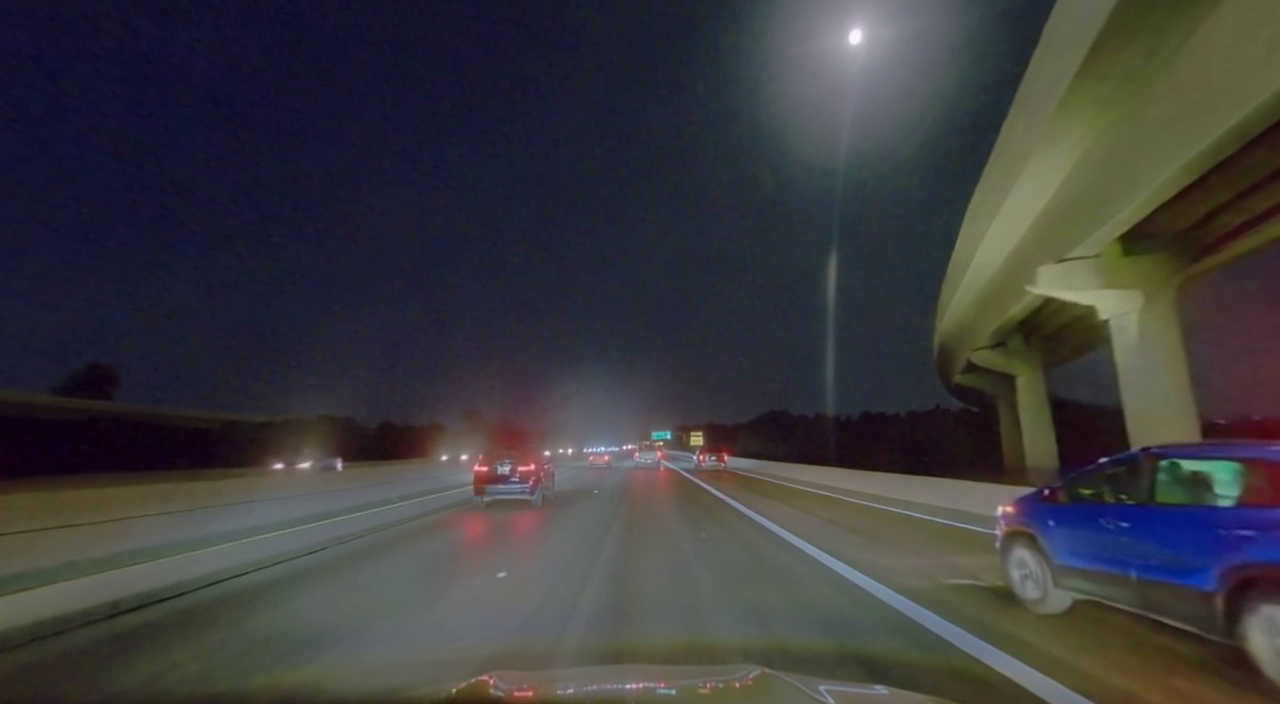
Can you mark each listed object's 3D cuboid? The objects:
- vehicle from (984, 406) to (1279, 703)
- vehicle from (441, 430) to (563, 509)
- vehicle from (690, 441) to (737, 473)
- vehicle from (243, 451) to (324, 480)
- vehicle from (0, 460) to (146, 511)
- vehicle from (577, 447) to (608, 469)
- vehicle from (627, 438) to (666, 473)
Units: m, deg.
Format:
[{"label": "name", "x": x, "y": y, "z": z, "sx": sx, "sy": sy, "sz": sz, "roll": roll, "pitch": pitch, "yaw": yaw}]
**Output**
[{"label": "vehicle", "x": 4.130, "y": 1.159, "z": 3.806, "sx": 1.959, "sy": 1.554, "sz": 3.795, "roll": 0, "pitch": -9, "yaw": 1}, {"label": "vehicle", "x": -3.370, "y": 2.966, "z": 16.387, "sx": 2.089, "sy": 1.751, "sz": 4.515, "roll": 0, "pitch": -9, "yaw": 1}, {"label": "vehicle", "x": 4.360, "y": 6.317, "z": 38.101, "sx": 2.231, "sy": 1.807, "sz": 4.588, "roll": 0, "pitch": -9, "yaw": -1}, {"label": "vehicle", "x": -22.793, "y": 7.248, "z": 40.572, "sx": 1.953, "sy": 1.656, "sz": 5.261, "roll": 0, "pitch": -9, "yaw": 3}, {"label": "vehicle", "x": -20.172, "y": 4.569, "z": 22.023, "sx": 1.934, "sy": 1.494, "sz": 4.563, "roll": 0, "pitch": -9, "yaw": 3}, {"label": "vehicle", "x": -3.453, "y": 7.784, "z": 46.467, "sx": 1.994, "sy": 1.475, "sz": 4.171, "roll": 0, "pitch": -9, "yaw": 0}, {"label": "vehicle", "x": 0.340, "y": 6.034, "z": 36.894, "sx": 2.155, "sy": 1.909, "sz": 4.529, "roll": 0, "pitch": -9, "yaw": 0}]
